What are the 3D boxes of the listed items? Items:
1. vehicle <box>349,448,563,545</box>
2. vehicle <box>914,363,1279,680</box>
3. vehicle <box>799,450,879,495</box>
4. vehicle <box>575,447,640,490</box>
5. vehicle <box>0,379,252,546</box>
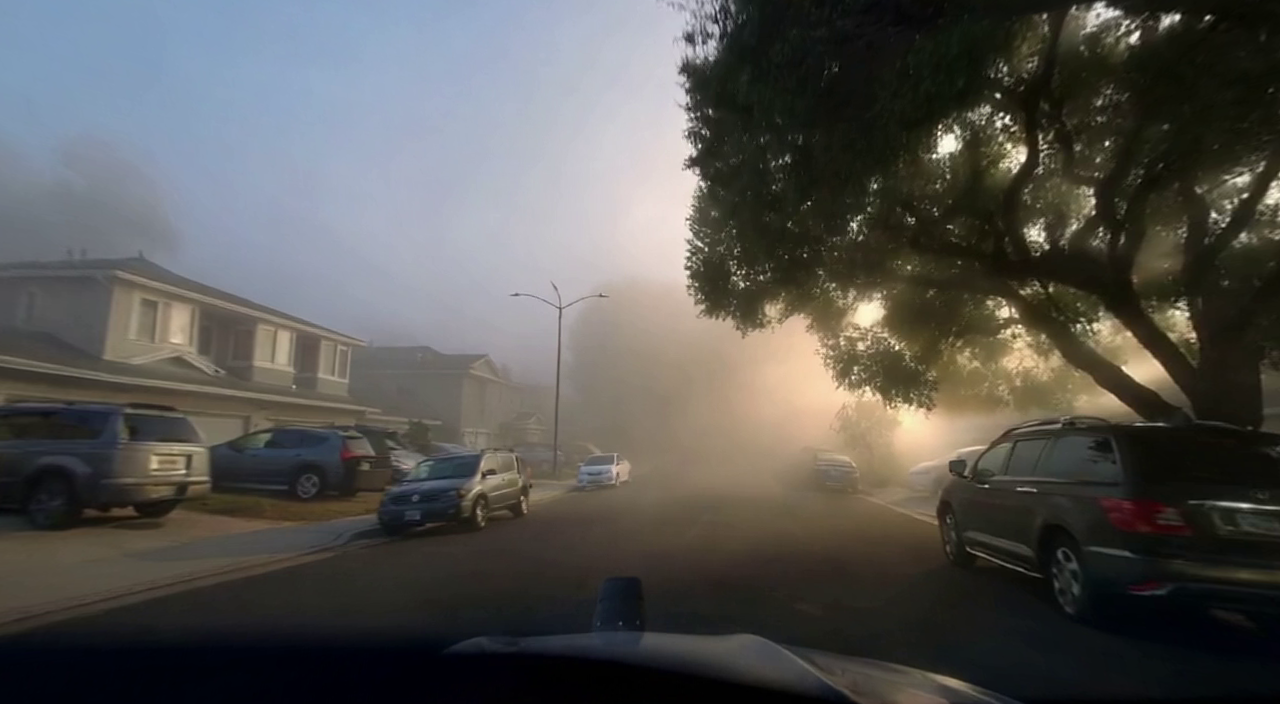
[{"bbox_3d":[-3.204,2.612,12.265,2.189,1.421,4.659,-2,-8,9],"label":"vehicle"},{"bbox_3d":[4.529,1.335,6.143,2.075,1.882,4.749,-1,-8,7],"label":"vehicle"},{"bbox_3d":[7.332,4.440,23.810,2.042,1.456,4.903,-1,-8,8],"label":"vehicle"},{"bbox_3d":[-1.278,4.848,26.634,1.943,1.602,4.172,-2,-8,8],"label":"vehicle"},{"bbox_3d":[-9.378,1.568,9.453,5.734,2.066,2.387,-1,-8,8],"label":"vehicle"}]
